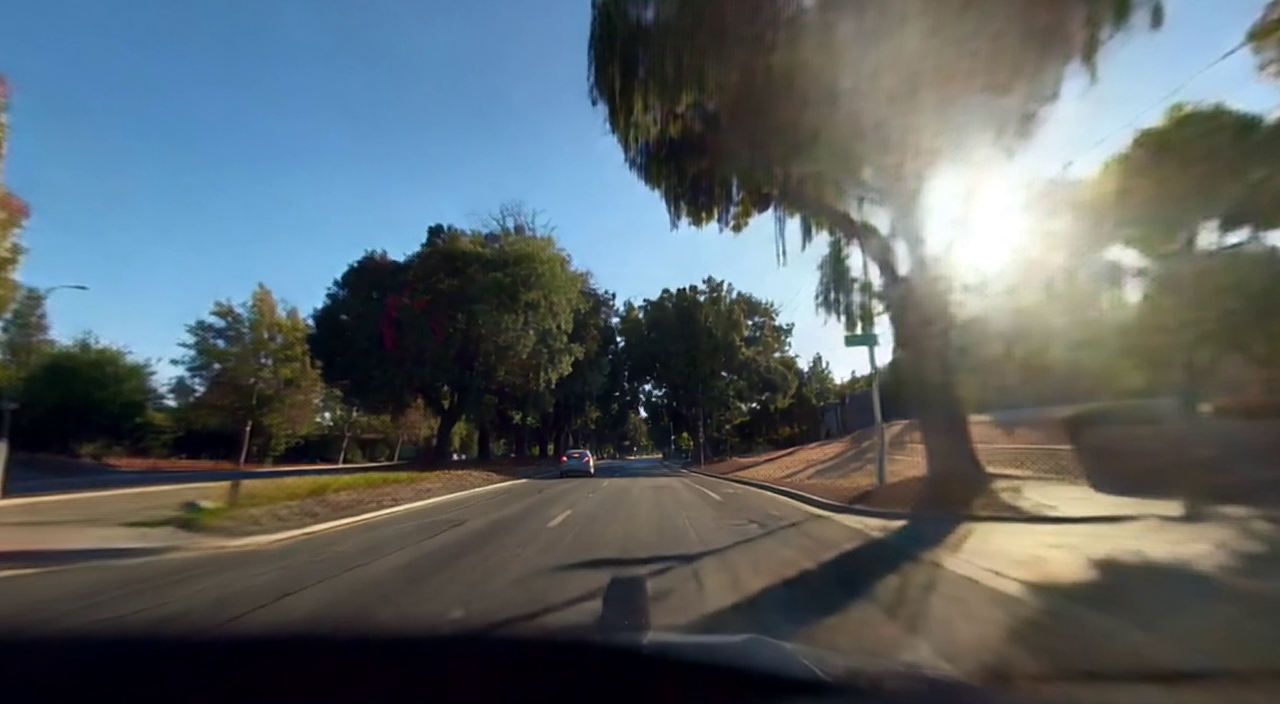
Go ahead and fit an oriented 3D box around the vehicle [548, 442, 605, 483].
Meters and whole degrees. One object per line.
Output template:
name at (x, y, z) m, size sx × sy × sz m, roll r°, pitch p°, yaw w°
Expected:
vehicle at (-2.757, 4.891, 28.231) m, size 2.016 × 1.694 × 4.335 m, roll 0°, pitch -8°, yaw 1°
